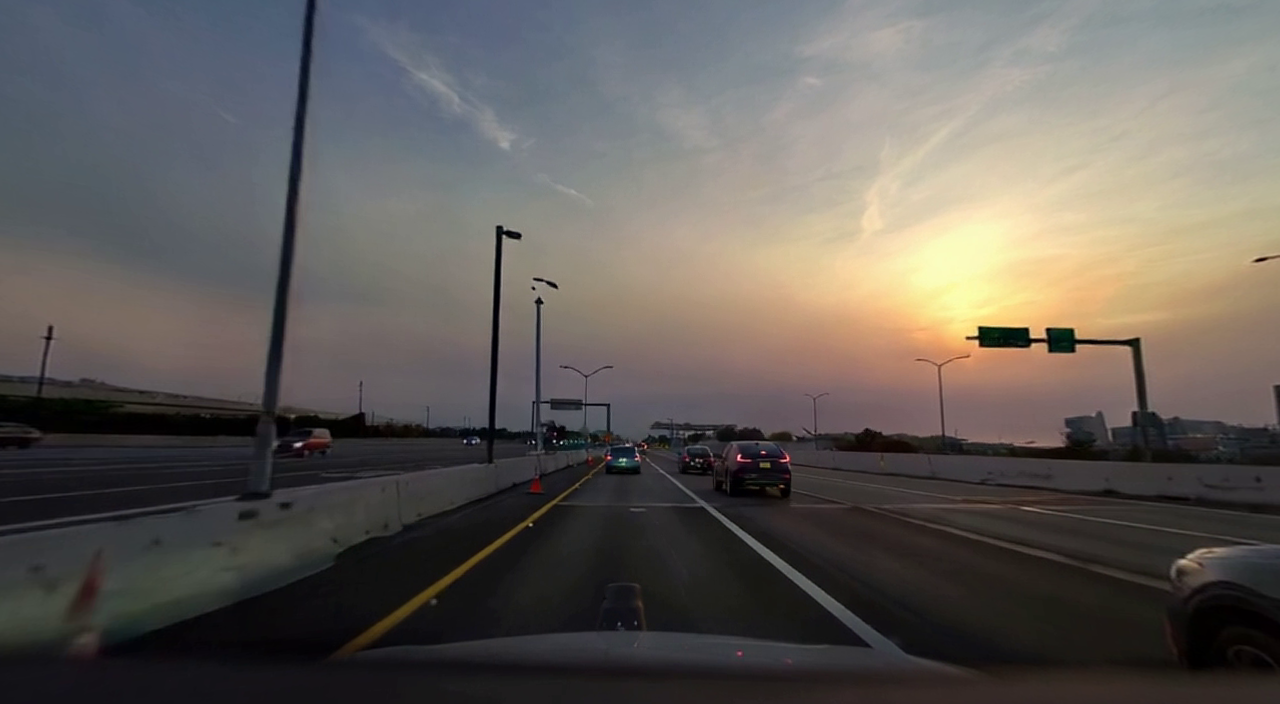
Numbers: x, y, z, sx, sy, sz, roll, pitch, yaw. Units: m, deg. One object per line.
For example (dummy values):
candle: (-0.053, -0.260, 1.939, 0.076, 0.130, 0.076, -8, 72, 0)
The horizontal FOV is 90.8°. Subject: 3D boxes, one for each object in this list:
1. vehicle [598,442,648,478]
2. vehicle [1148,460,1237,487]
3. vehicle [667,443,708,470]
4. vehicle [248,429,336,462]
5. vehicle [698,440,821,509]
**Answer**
vehicle: (-0.744, 4.766, 28.037, 2.069, 1.470, 4.004, 0, -9, -1)
vehicle: (31.566, 6.929, 36.228, 1.607, 1.396, 3.554, 1, -9, -6)
vehicle: (2.716, 6.130, 37.145, 1.916, 1.487, 4.117, 0, -9, -3)
vehicle: (-20.253, 5.492, 37.095, 2.209, 1.764, 5.258, 0, -9, -1)
vehicle: (2.774, 2.961, 15.820, 2.042, 1.460, 4.451, 0, -9, -2)
